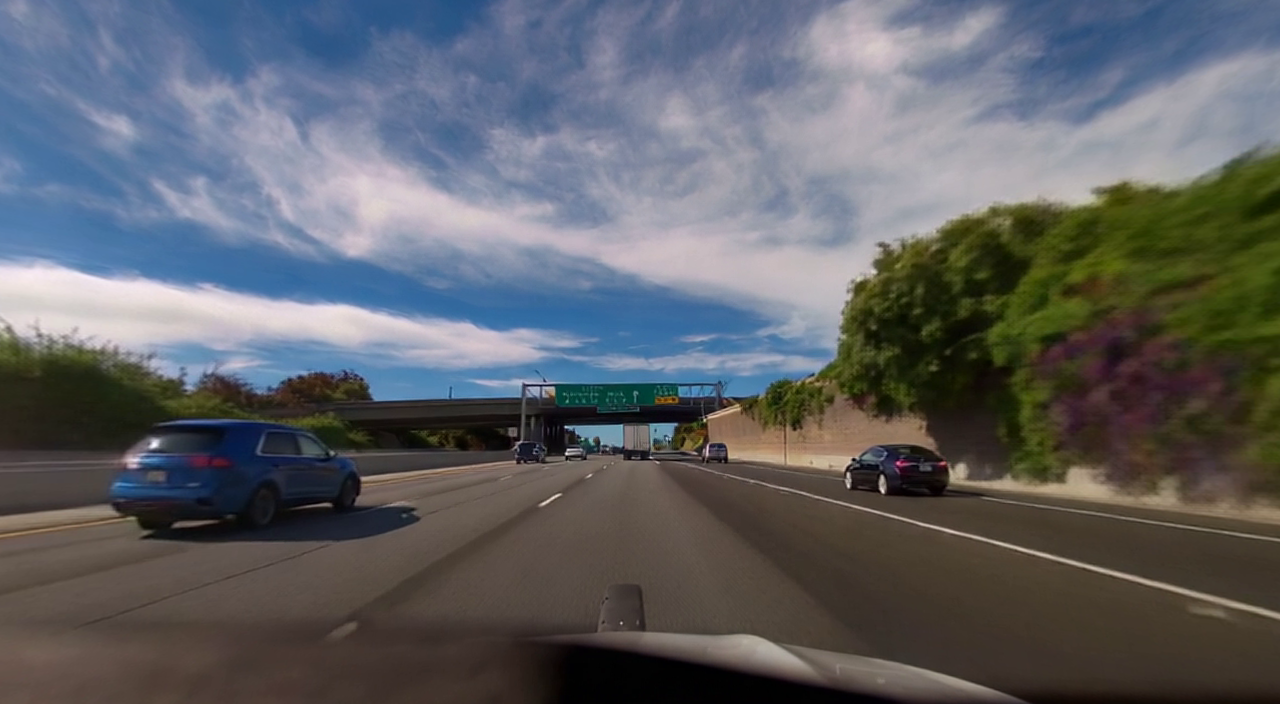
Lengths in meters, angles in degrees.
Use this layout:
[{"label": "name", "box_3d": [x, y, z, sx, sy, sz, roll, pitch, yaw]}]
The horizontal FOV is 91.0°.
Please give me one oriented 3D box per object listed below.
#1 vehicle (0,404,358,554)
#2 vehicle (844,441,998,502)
[{"label": "vehicle", "box_3d": [-6.710, 1.875, 9.960, 2.179, 1.753, 4.999, 0, -9, 0]}, {"label": "vehicle", "box_3d": [7.829, 3.348, 18.154, 2.075, 1.510, 4.569, 1, -9, -4]}]
